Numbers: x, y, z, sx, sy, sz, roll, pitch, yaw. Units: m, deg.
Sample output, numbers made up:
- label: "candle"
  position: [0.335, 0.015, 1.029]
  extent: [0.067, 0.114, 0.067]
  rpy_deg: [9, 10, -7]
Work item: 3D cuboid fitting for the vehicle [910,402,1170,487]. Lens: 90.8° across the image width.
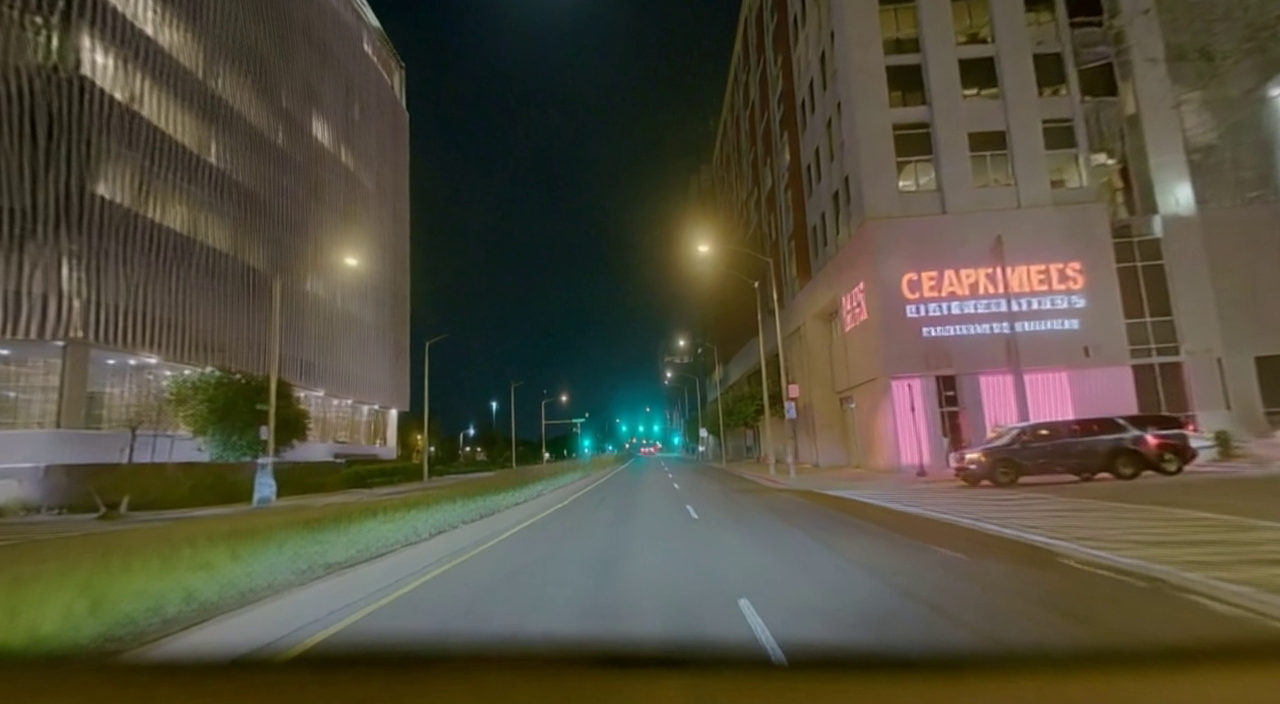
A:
- label: "vehicle"
  position: [9.310, 2.239, 15.260]
  extent: [4.694, 1.826, 2.226]
  rpy_deg: [-2, -9, 11]
